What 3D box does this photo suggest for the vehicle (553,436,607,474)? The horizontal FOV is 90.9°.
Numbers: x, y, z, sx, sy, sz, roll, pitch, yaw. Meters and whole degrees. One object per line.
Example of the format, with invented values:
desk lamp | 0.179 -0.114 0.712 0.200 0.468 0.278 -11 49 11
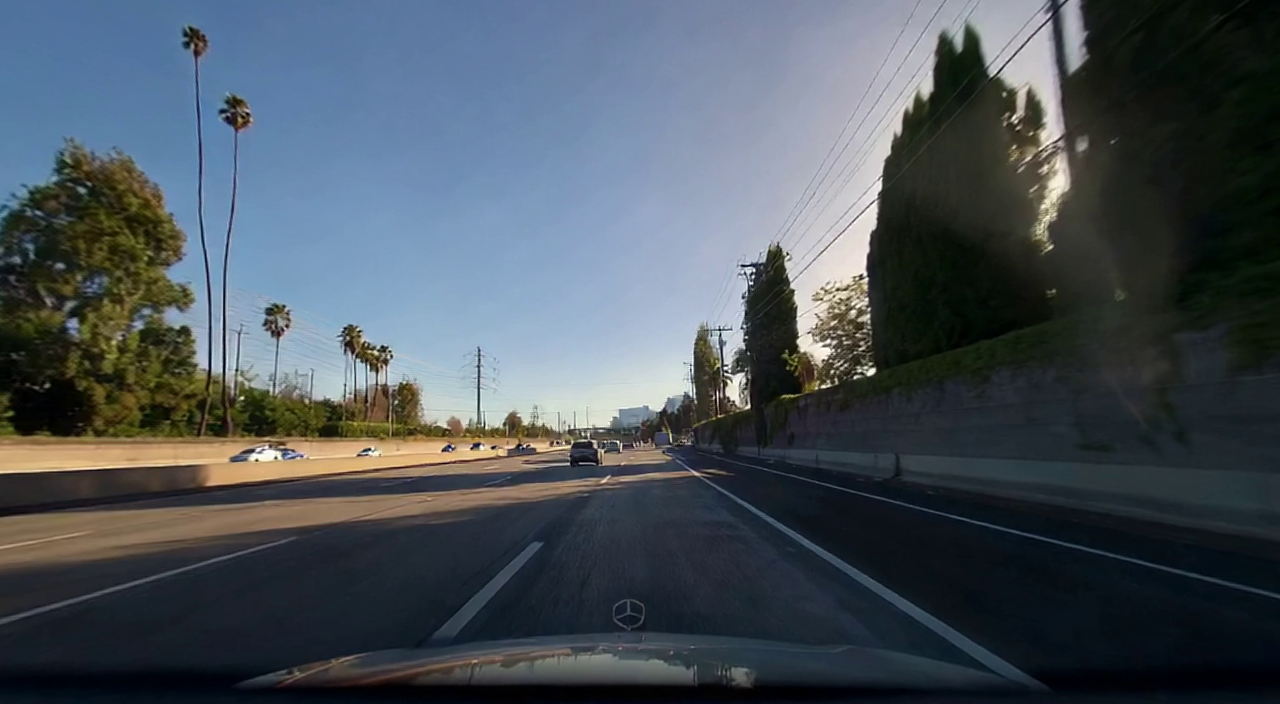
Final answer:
vehicle | -2.699 4.747 29.334 2.029 1.609 3.935 0 -8 2
